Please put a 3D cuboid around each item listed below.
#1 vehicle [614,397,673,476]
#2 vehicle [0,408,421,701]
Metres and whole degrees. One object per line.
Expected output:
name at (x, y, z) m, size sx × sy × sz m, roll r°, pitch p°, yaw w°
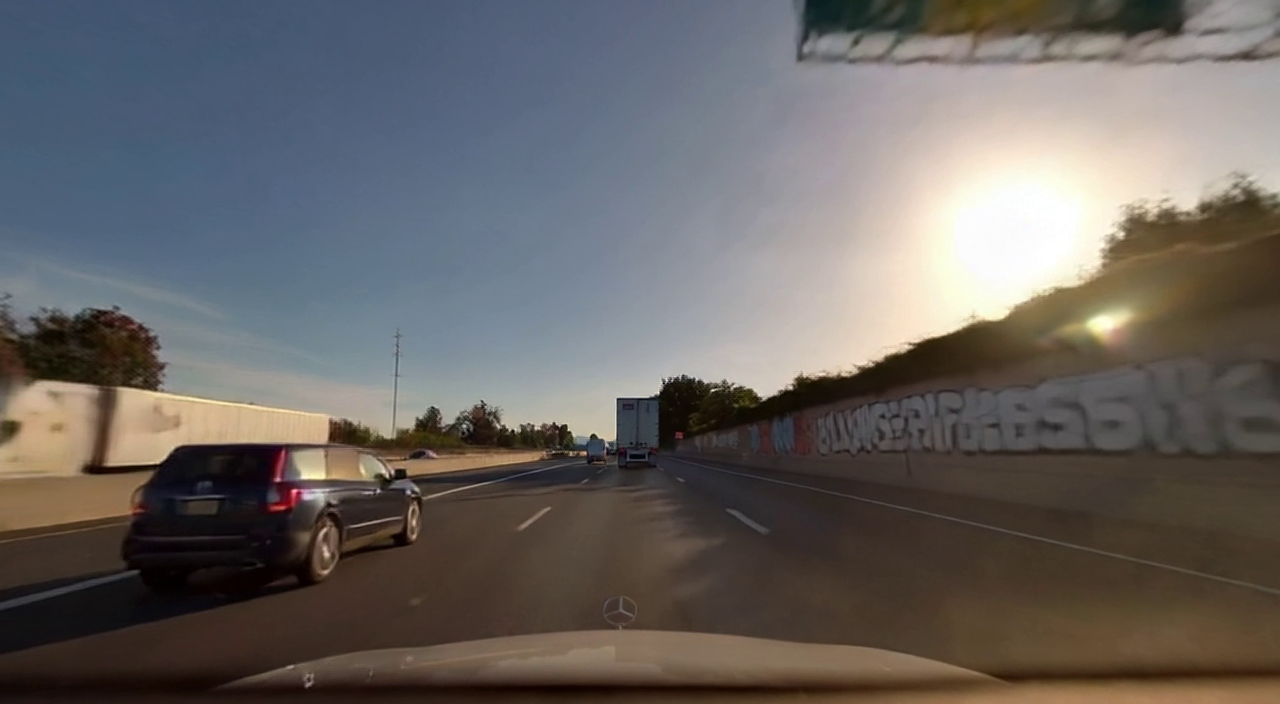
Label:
vehicle at (-0.002, 5.147, 37.635) m, size 3.042 × 4.023 × 10.832 m, roll 0°, pitch -9°, yaw -2°
vehicle at (-3.713, 1.392, 5.410) m, size 2.158 × 1.538 × 4.047 m, roll 0°, pitch -9°, yaw 0°
